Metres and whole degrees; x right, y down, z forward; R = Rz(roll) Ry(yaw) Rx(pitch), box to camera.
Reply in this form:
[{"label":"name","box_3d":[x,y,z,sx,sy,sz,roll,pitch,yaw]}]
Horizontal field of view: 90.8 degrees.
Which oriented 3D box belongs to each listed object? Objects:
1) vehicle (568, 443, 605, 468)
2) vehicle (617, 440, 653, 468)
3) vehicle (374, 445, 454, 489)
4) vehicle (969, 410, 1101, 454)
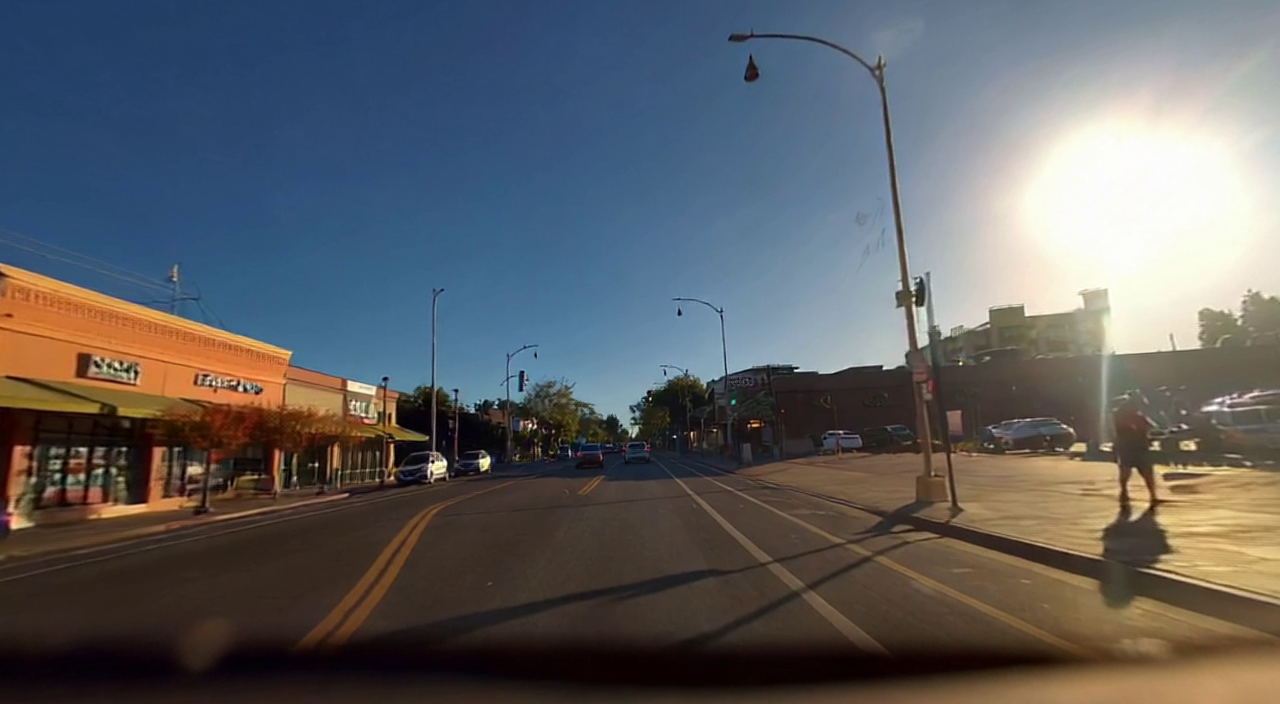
[{"label":"vehicle","box_3d":[-3.203,6.308,38.730,1.987,1.461,4.228,0,-8,-1]},{"label":"vehicle","box_3d":[-0.273,6.229,38.850,2.105,1.611,3.750,0,-8,0]},{"label":"vehicle","box_3d":[-10.881,5.523,30.837,2.033,1.930,4.786,0,-8,1]},{"label":"vehicle","box_3d":[16.697,3.433,26.887,4.135,1.753,2.122,0,-8,2]}]
